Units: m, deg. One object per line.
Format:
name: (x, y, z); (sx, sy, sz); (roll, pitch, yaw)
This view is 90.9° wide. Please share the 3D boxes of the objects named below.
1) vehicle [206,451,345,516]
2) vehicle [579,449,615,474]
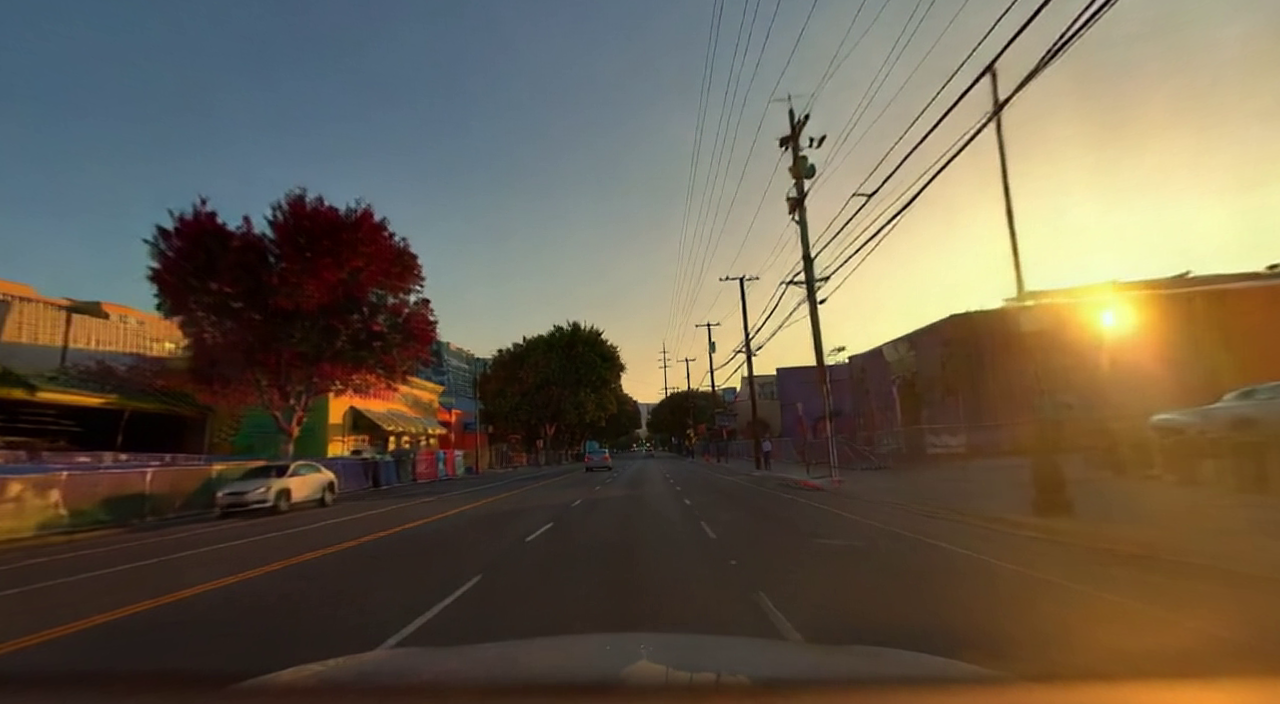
vehicle: (-11.981, 4.296, 21.135); (2.052, 1.898, 4.253); (-1, -8, 1)
vehicle: (-2.940, 7.594, 43.958); (2.036, 1.589, 4.549); (-1, -8, 1)
